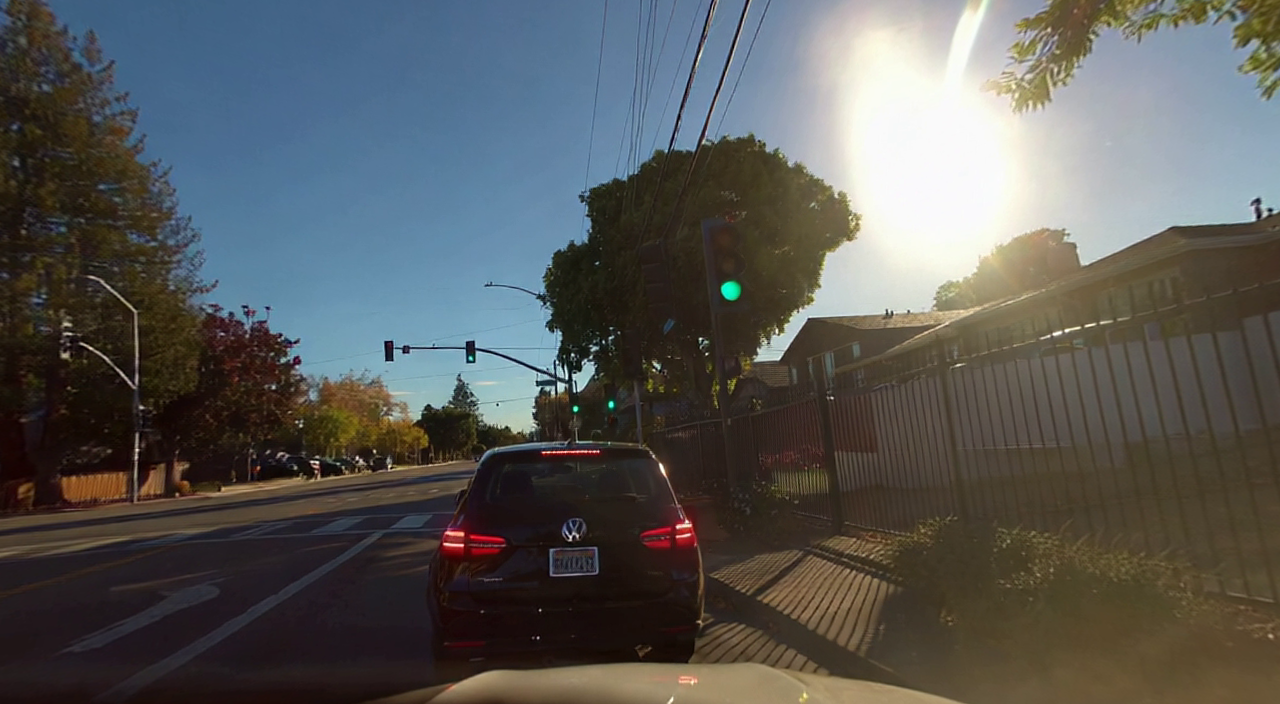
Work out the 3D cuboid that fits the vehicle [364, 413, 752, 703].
[{"bbox_3d":[-0.675,1.359,5.228,2.024,1.502,3.702,1,-9,-9],"label":"vehicle"}]
